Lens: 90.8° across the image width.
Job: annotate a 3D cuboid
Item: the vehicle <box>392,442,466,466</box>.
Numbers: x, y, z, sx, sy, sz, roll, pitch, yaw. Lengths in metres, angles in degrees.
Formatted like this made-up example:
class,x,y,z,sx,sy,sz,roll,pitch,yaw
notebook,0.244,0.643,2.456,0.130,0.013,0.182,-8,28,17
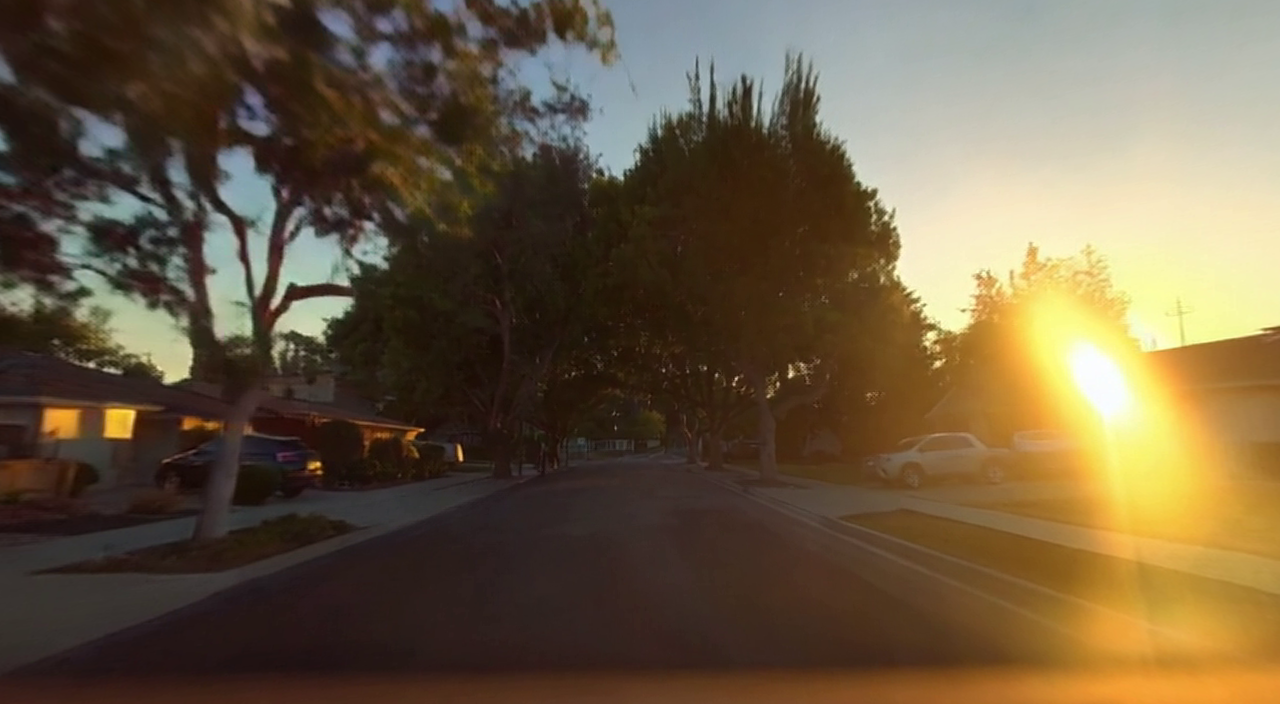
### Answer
class,x,y,z,sx,sy,sz,roll,pitch,yaw
vehicle,-13.893,6.712,41.786,4.190,1.529,1.880,0,-8,-4

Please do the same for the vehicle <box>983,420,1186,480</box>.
class,x,y,z,sx,sy,sz,roll,pitch,yaw
vehicle,15.220,3.408,21.889,5.395,1.917,2.153,1,-9,-2

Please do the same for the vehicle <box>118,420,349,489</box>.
class,x,y,z,sx,sy,sz,roll,pitch,yaw
vehicle,-12.511,3.195,19.801,5.618,1.997,2.201,0,-9,-1

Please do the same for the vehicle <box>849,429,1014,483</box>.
class,x,y,z,sx,sy,sz,roll,pitch,yaw
vehicle,9.750,3.516,21.435,4.582,1.719,1.947,0,-8,-1
